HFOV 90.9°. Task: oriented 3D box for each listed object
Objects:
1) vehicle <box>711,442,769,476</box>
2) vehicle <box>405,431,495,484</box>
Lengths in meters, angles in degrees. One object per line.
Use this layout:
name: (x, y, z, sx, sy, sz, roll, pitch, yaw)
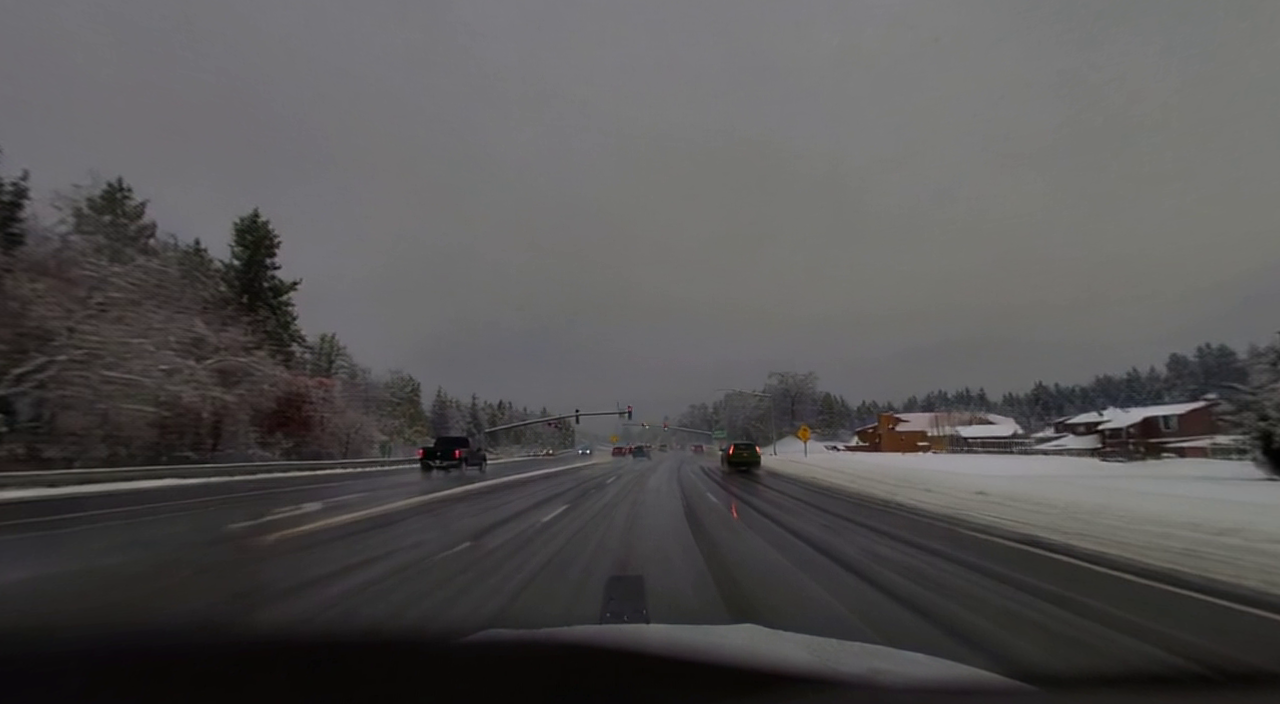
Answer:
vehicle: (4.577, 4.954, 29.504, 2.100, 1.472, 4.533, 0, -8, 2)
vehicle: (-7.343, 4.131, 24.976, 2.122, 1.847, 4.696, 0, -8, -1)
